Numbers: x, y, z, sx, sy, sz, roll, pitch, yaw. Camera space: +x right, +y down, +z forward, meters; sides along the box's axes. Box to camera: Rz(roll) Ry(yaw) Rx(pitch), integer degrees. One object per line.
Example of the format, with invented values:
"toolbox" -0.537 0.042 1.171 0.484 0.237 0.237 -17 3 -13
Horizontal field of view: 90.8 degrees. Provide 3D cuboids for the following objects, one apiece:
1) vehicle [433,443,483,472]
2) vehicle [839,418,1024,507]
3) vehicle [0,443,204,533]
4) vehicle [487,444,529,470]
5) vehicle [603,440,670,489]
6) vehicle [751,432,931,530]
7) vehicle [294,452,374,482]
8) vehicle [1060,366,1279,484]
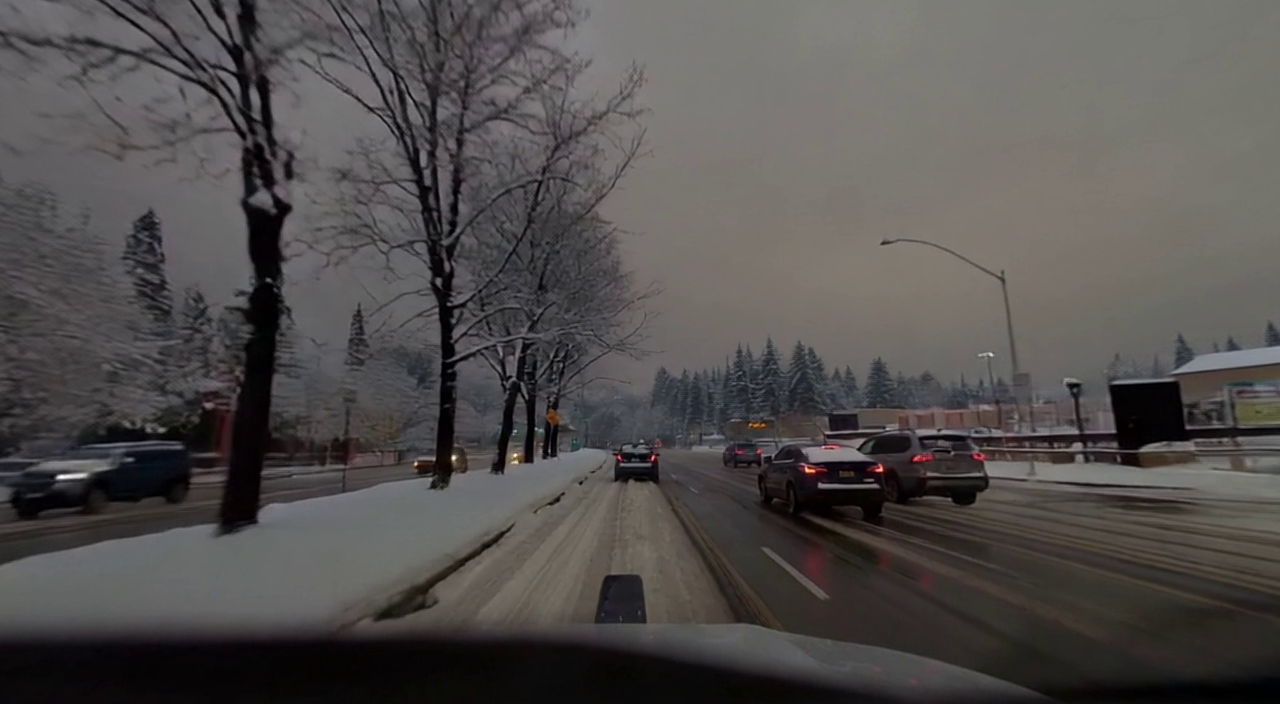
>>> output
"vehicle" -12.256 7.142 42.826 2.049 1.824 4.608 0 -9 0
"vehicle" 6.773 2.636 15.418 2.134 1.810 4.590 0 -9 -2
"vehicle" -12.448 2.931 14.304 1.954 1.689 4.443 0 -9 0
"vehicle" -8.937 7.152 43.044 1.901 1.655 4.250 0 -9 0
"vehicle" -0.143 3.673 20.925 1.994 1.479 3.647 0 -9 -1
"vehicle" 3.421 2.285 11.736 1.858 1.466 4.230 0 -9 -1
"vehicle" -16.434 6.186 34.270 1.983 1.477 4.702 0 -9 0
"vehicle" 18.981 2.383 20.428 8.476 3.508 3.062 0 -9 -1
